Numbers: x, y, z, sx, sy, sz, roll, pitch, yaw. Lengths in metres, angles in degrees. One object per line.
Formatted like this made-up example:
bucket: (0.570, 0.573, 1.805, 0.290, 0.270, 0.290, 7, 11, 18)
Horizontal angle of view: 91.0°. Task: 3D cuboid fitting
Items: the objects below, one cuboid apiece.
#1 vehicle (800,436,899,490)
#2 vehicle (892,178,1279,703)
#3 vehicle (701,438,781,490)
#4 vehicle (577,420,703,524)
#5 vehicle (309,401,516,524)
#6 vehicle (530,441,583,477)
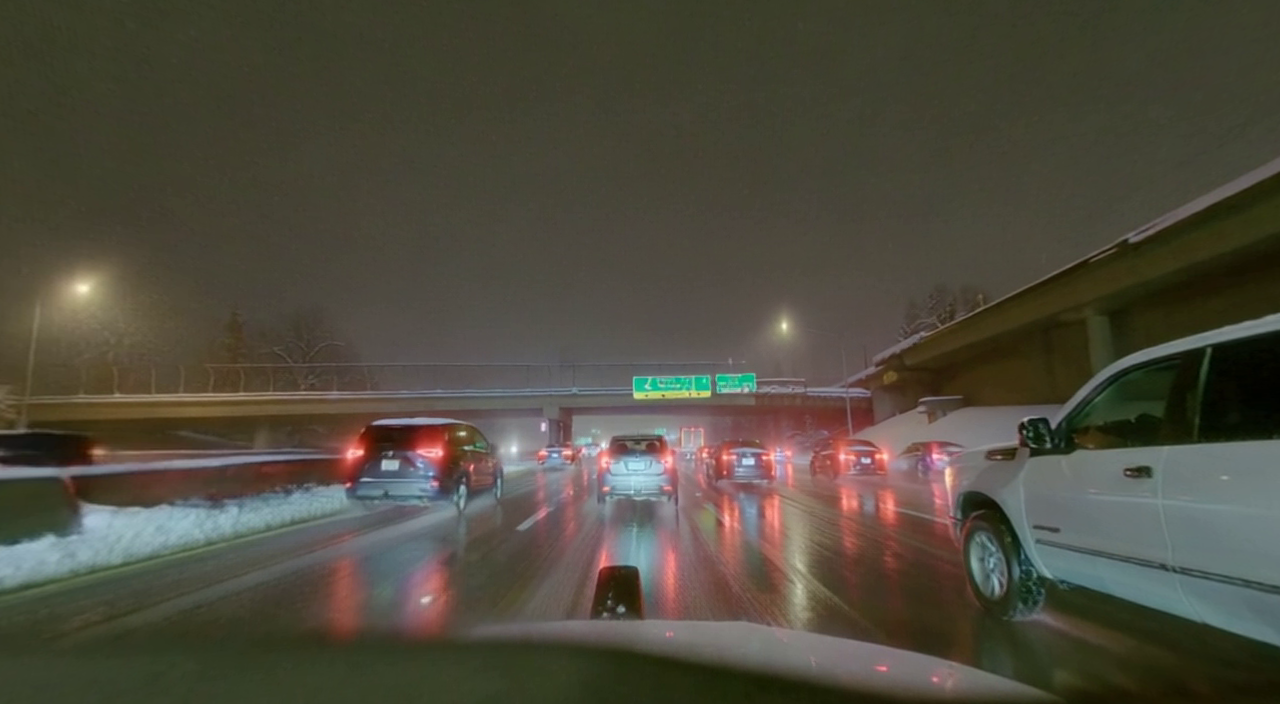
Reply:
vehicle: (7.582, 4.057, 23.360, 2.054, 1.769, 4.693, 1, -9, 0)
vehicle: (3.463, 0.631, 3.036, 2.300, 2.242, 5.327, 0, -9, 0)
vehicle: (3.470, 3.951, 22.556, 2.022, 1.633, 4.651, 1, -9, -1)
vehicle: (0.012, 2.390, 13.005, 2.181, 1.756, 4.167, 0, -9, 0)
vehicle: (-4.549, 2.367, 13.993, 2.212, 2.101, 6.052, 0, -9, 1)
vehicle: (-4.097, 5.327, 31.606, 1.982, 1.655, 4.604, 0, -9, 1)
